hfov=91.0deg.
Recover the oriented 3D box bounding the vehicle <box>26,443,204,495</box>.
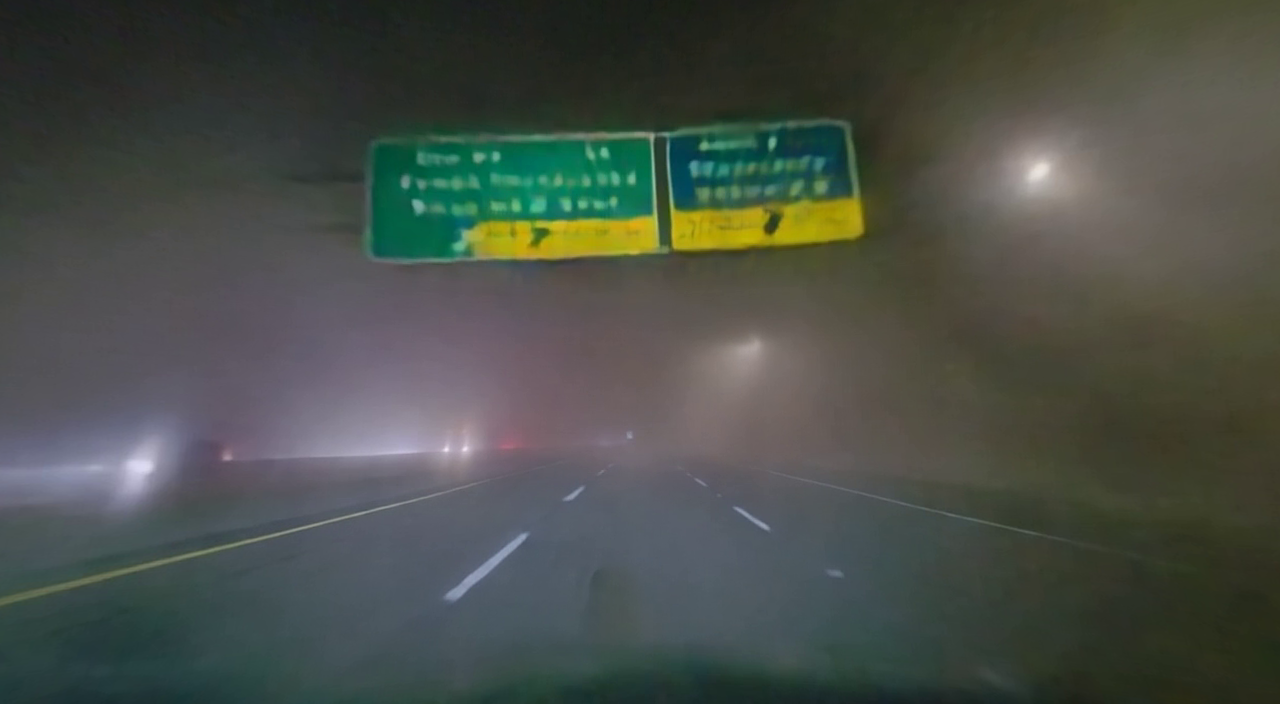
[{"bbox_3d":[-17.303,3.834,21.152,1.905,1.489,4.751,-1,-8,0],"label":"vehicle"}]
